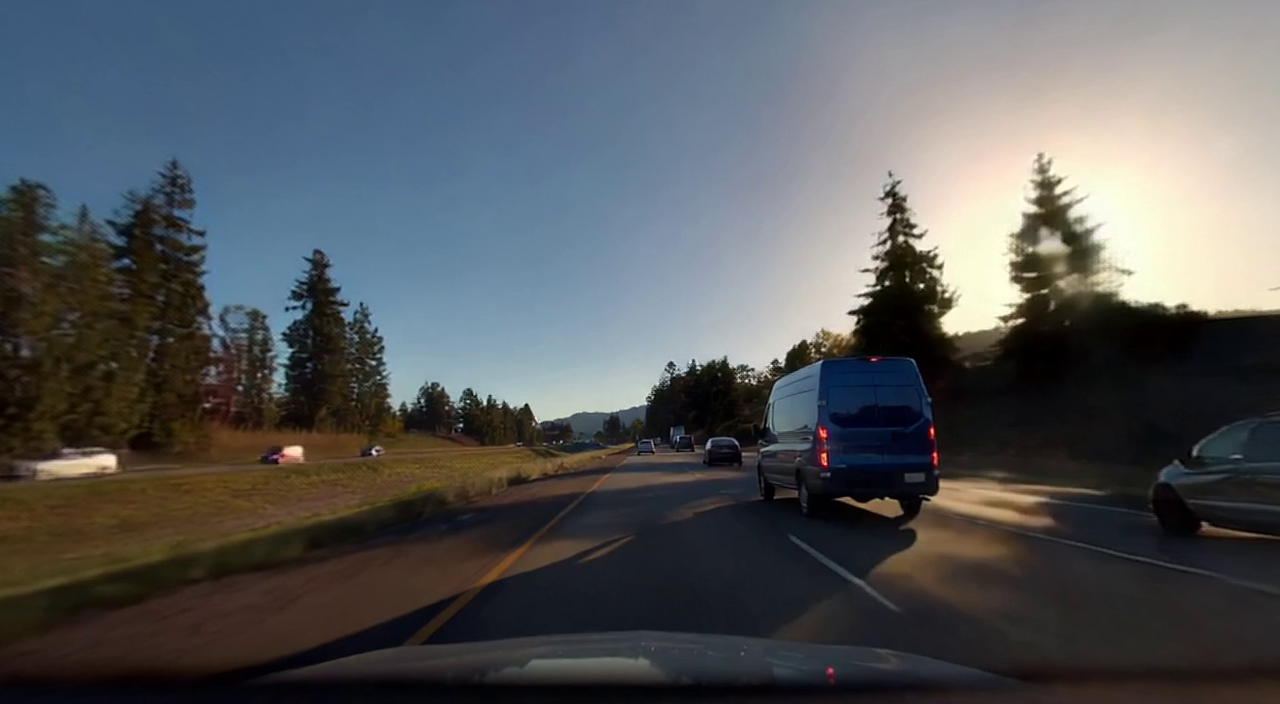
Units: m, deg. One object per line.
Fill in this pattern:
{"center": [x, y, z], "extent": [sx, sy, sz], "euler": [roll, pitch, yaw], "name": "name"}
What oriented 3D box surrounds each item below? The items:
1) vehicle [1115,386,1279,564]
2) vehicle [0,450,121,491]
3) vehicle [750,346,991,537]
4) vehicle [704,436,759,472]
{"center": [8.002, 1.316, 6.735], "extent": [2.212, 1.902, 4.654], "euler": [0, -8, 1], "name": "vehicle"}
{"center": [-23.966, 4.774, 25.798], "extent": [1.899, 1.508, 4.073], "euler": [0, -8, 1], "name": "vehicle"}
{"center": [3.743, 1.671, 11.855], "extent": [2.302, 2.670, 5.912], "euler": [0, -8, 1], "name": "vehicle"}
{"center": [4.465, 5.039, 31.341], "extent": [2.034, 1.651, 4.342], "euler": [0, -8, 0], "name": "vehicle"}
